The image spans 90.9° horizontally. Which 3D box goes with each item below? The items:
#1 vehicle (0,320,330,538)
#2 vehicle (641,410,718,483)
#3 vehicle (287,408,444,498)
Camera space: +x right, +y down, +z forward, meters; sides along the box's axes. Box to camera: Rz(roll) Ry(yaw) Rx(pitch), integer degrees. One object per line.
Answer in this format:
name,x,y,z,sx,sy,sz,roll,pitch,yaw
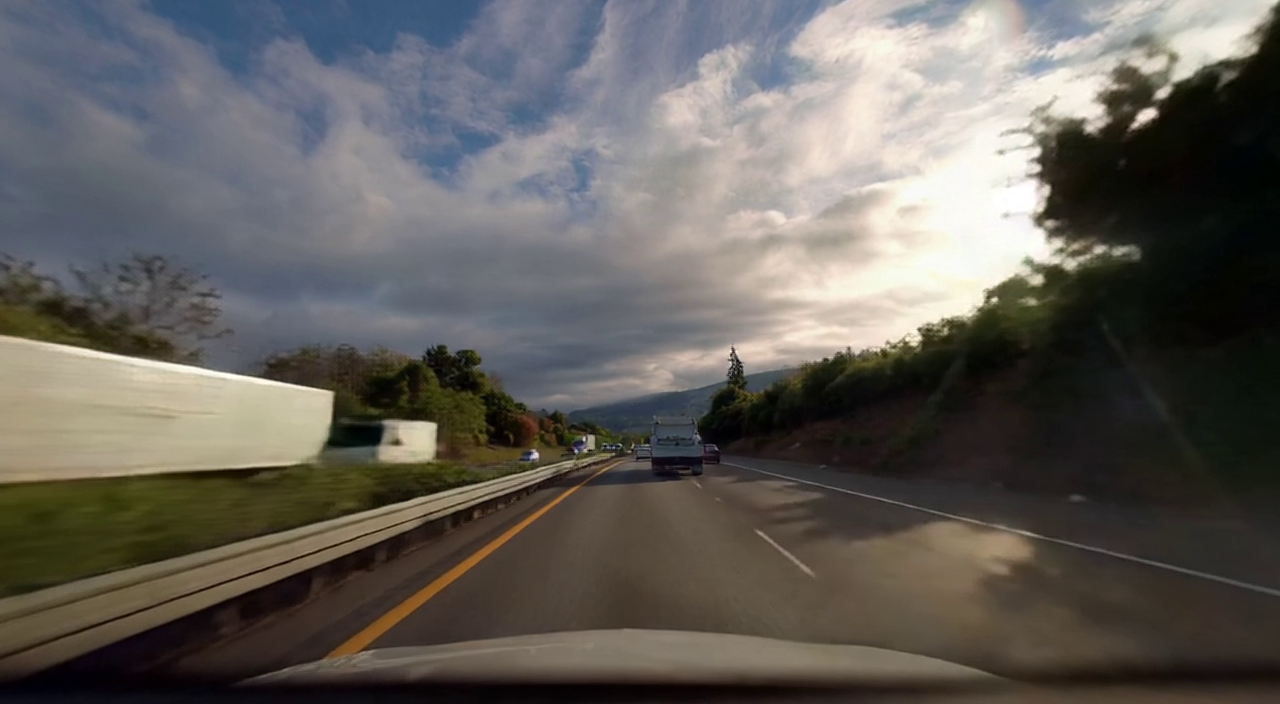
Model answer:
vehicle,-13.504,2.289,17.365,2.871,4.062,13.910,0,-9,0
vehicle,1.369,3.652,24.377,2.423,2.517,5.055,0,-9,-3
vehicle,-9.144,3.481,22.010,2.357,2.623,6.876,0,-9,0
